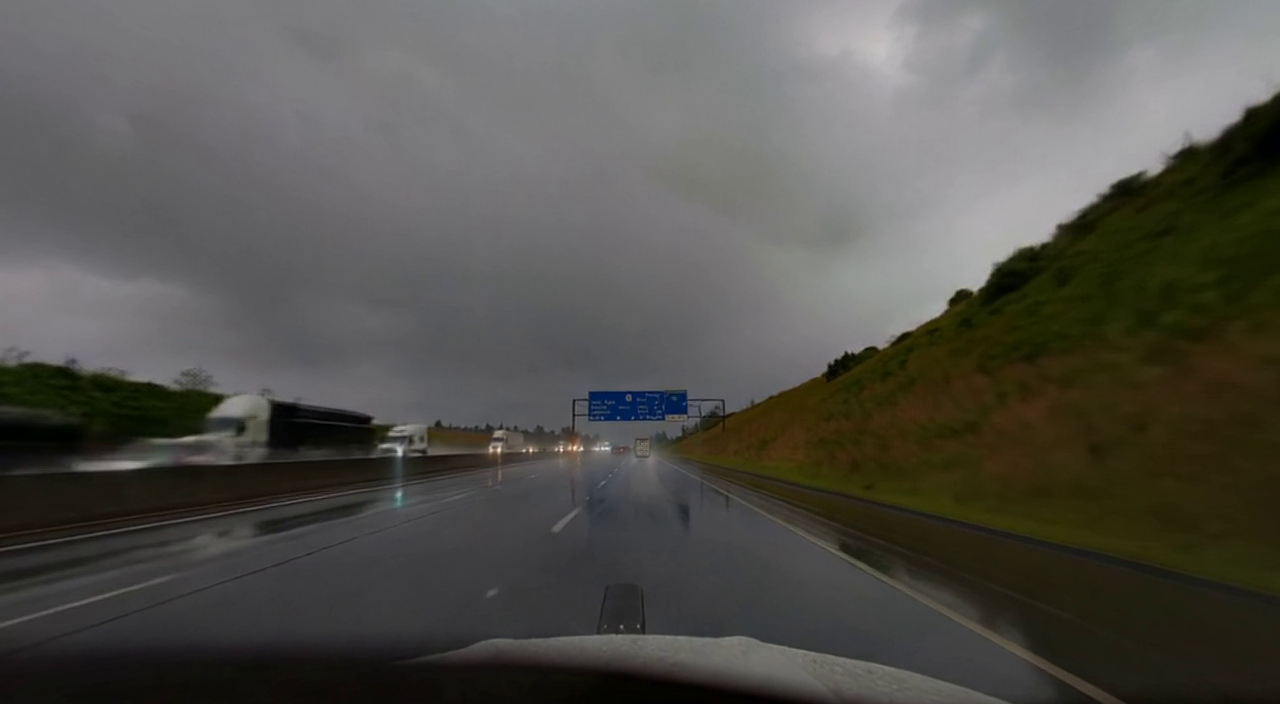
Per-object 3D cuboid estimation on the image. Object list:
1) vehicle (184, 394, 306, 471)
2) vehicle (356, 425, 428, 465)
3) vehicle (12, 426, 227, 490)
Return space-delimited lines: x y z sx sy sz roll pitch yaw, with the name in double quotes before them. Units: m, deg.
"vehicle" -22.499 4.707 36.408 2.986 4.073 5.945 0 -9 0
"vehicle" -18.260 6.914 46.921 2.450 2.732 6.851 0 -9 0
"vehicle" -14.590 3.021 18.188 2.066 1.592 4.822 0 -9 0
